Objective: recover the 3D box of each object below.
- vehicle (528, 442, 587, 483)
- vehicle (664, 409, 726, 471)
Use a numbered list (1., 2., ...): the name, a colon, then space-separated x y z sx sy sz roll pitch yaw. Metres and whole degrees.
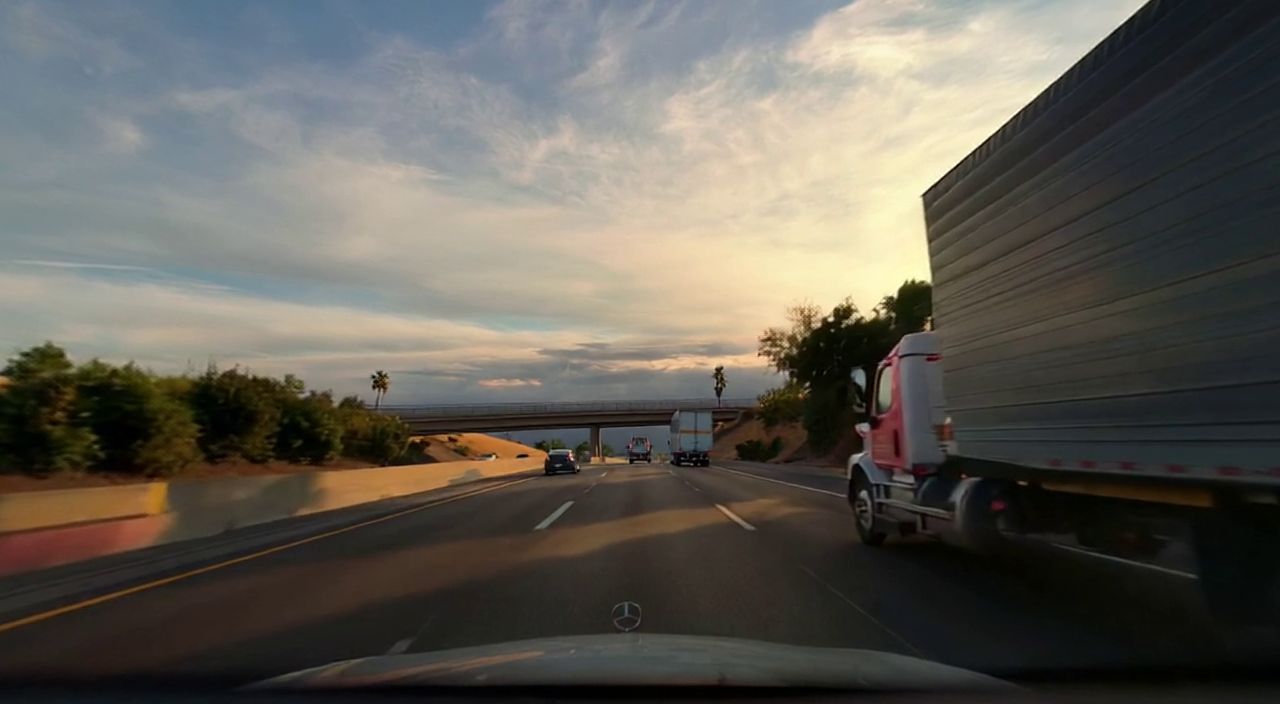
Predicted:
1. vehicle: -3.531 4.821 27.687 2.007 1.647 3.854 0 -9 1
2. vehicle: 3.908 7.009 49.414 3.131 4.037 16.729 0 -9 -1
